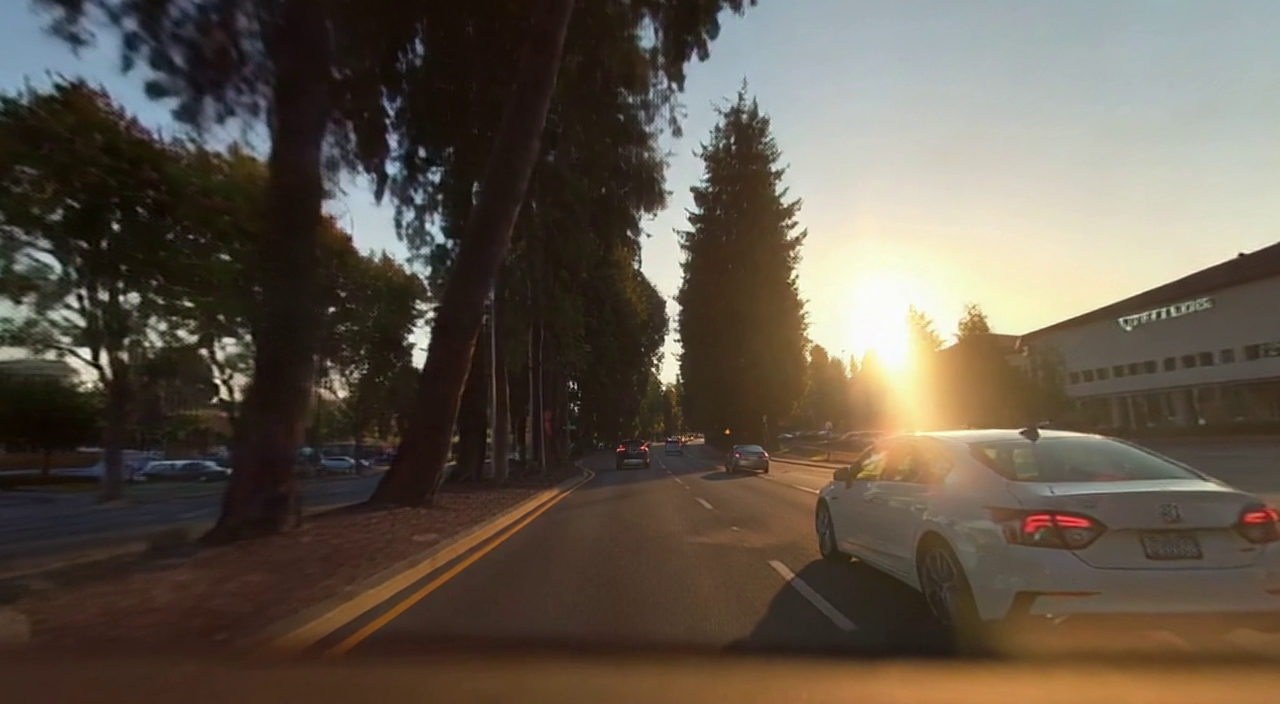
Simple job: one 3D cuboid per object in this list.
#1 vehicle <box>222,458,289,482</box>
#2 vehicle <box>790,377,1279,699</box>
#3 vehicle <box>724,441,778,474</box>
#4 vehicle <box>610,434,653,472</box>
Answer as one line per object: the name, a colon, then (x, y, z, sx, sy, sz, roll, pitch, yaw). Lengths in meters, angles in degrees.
vehicle: (-30.113, 9.244, 49.515, 4.040, 1.444, 1.905, -4, -8, -1)
vehicle: (2.989, 1.291, 5.600, 2.153, 1.658, 4.485, 0, -8, -1)
vehicle: (5.228, 5.014, 30.333, 1.883, 1.452, 4.258, 0, -8, 1)
vehicle: (-0.420, 5.199, 32.558, 2.106, 1.798, 4.168, 0, -8, 0)
